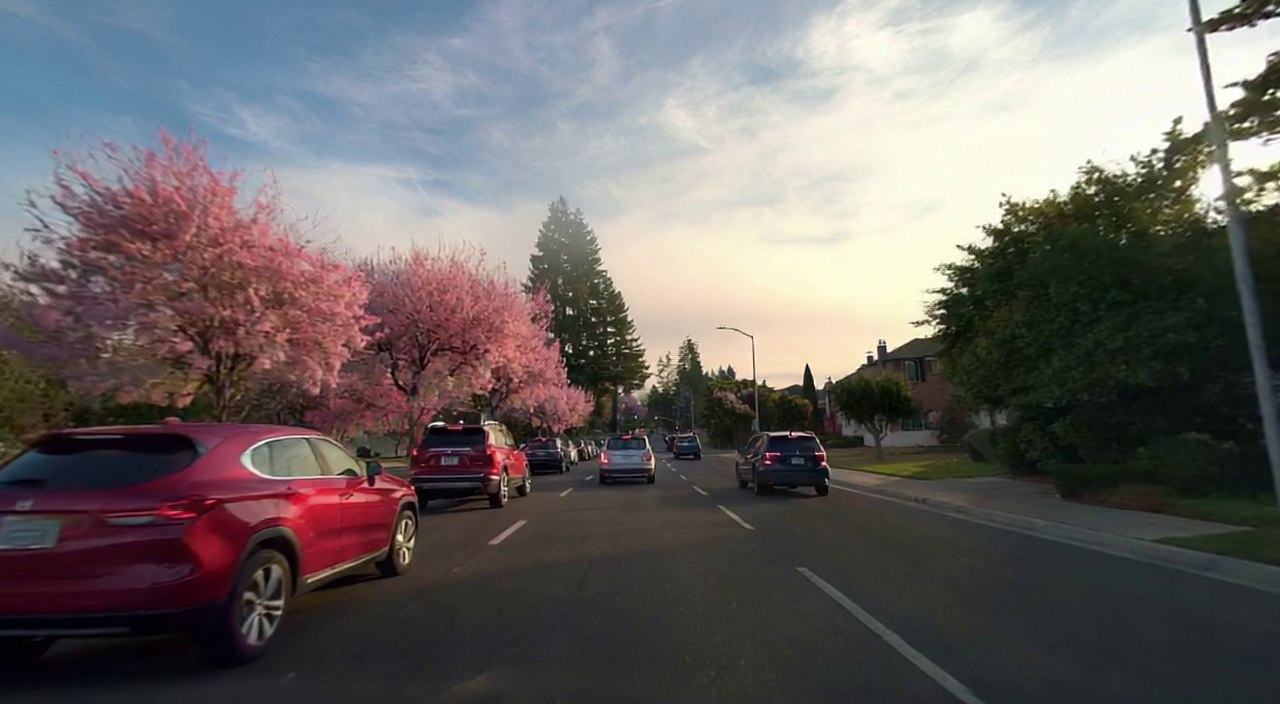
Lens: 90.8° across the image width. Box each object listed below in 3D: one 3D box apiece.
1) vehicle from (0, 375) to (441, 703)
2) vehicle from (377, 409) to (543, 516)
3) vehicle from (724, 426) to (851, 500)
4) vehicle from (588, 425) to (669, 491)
[{"bbox_3d":[-3.138,1.183,4.412,2.074,1.566,4.392,0,-8,0],"label":"vehicle"},{"bbox_3d":[-3.651,2.375,13.996,2.304,1.928,4.833,0,-8,-1],"label":"vehicle"},{"bbox_3d":[3.707,2.889,16.887,2.188,1.685,4.604,0,-8,-1],"label":"vehicle"},{"bbox_3d":[-0.329,3.051,18.430,2.112,1.693,4.058,0,-8,-1],"label":"vehicle"}]
